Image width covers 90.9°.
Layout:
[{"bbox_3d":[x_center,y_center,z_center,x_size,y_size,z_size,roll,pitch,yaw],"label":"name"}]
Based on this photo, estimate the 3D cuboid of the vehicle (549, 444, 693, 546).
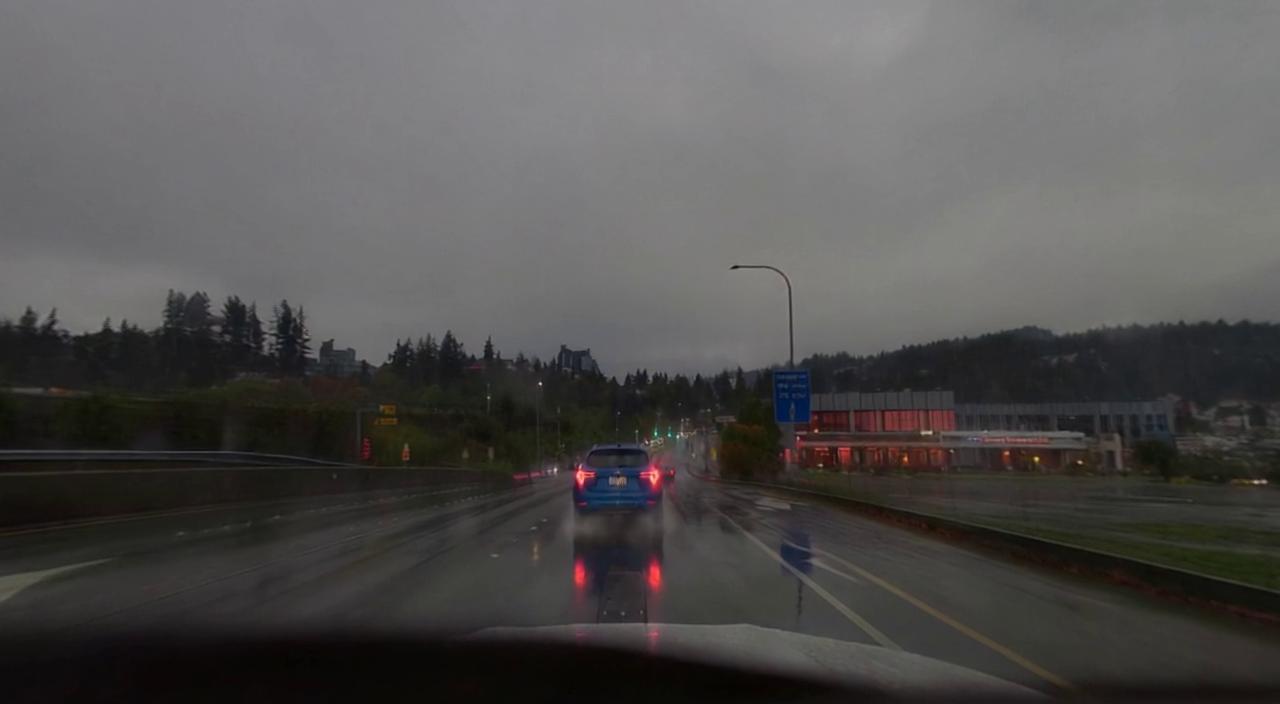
[{"bbox_3d":[-0.284,2.366,11.074,2.063,1.442,3.933,0,-9,0],"label":"vehicle"}]
